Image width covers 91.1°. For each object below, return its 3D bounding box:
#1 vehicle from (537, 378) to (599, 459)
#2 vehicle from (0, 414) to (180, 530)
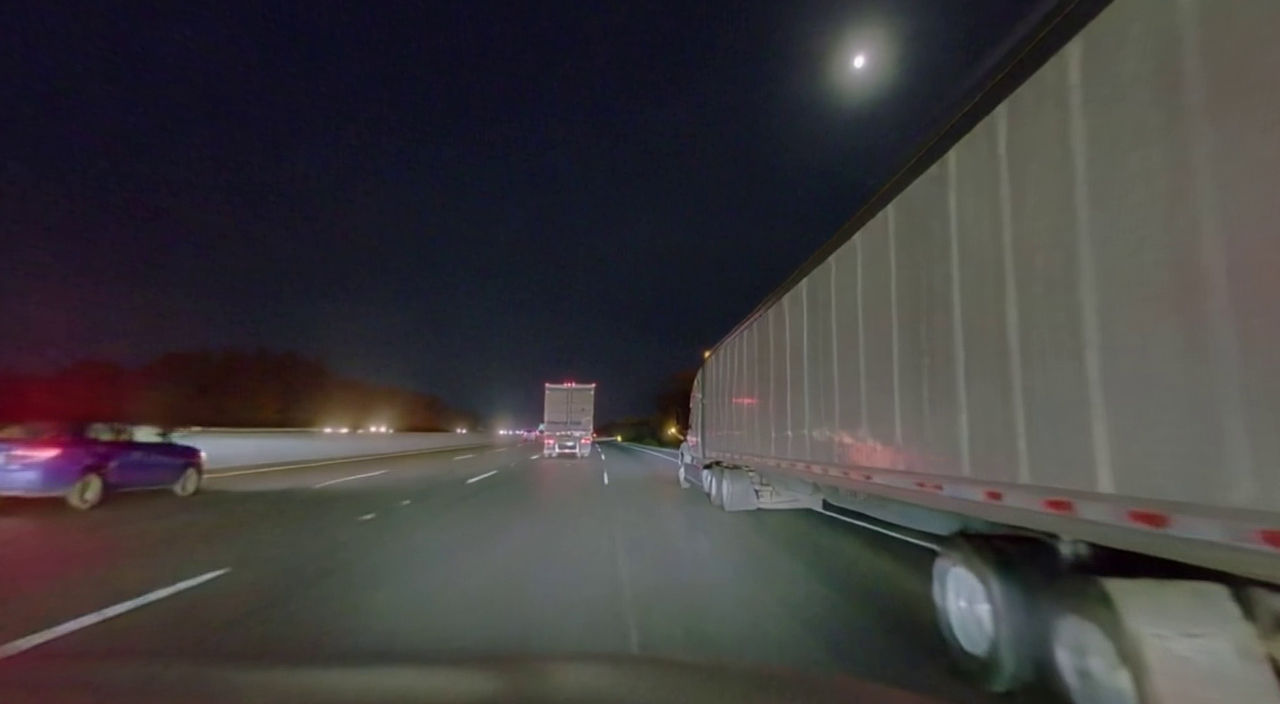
[{"bbox_3d":[-4.015,4.140,37.452,3.002,3.987,12.477,1,-8,-4],"label":"vehicle"},{"bbox_3d":[-9.628,1.724,9.310,2.138,1.531,4.864,0,-8,-3],"label":"vehicle"}]
